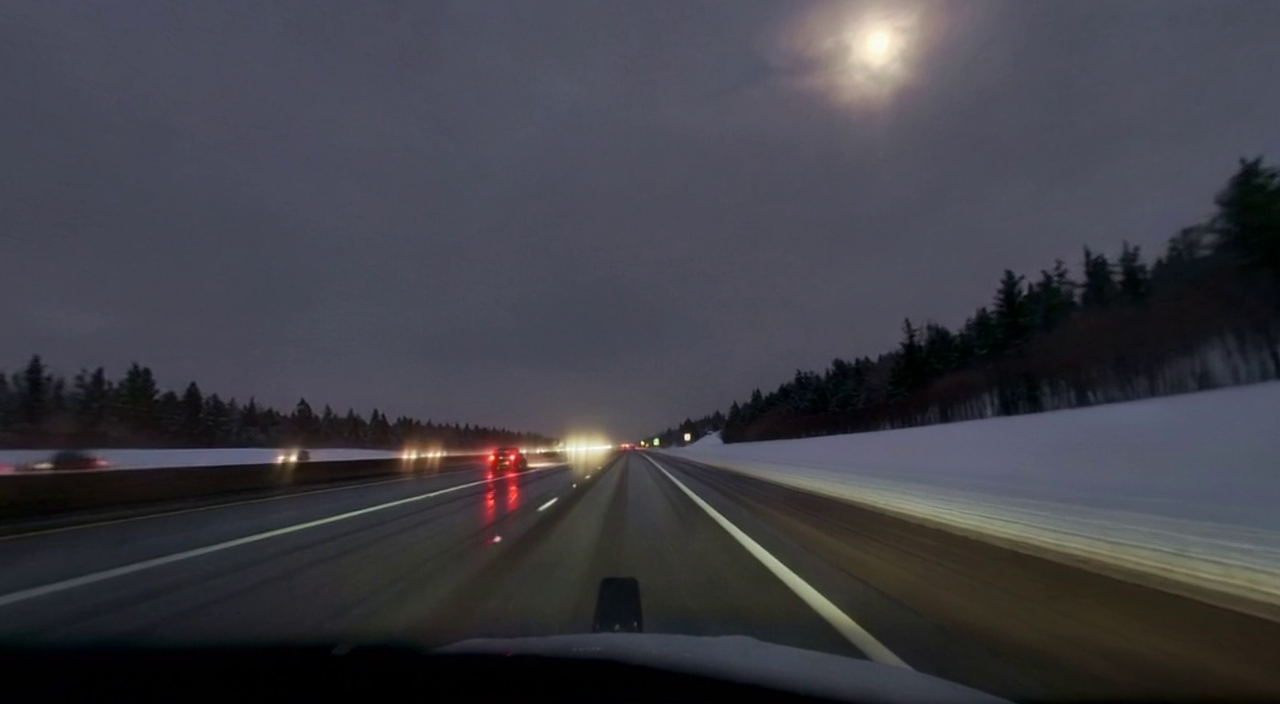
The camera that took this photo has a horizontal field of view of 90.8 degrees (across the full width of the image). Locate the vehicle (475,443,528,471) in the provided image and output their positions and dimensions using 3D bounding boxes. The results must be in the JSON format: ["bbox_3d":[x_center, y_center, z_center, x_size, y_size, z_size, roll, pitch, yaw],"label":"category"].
[{"bbox_3d":[-8.098,6.161,37.383,2.005,1.545,4.874,0,-8,0],"label":"vehicle"}]

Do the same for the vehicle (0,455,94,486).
[{"bbox_3d":[-35.301,6.887,37.098,1.948,1.623,4.941,0,-8,1],"label":"vehicle"}]
